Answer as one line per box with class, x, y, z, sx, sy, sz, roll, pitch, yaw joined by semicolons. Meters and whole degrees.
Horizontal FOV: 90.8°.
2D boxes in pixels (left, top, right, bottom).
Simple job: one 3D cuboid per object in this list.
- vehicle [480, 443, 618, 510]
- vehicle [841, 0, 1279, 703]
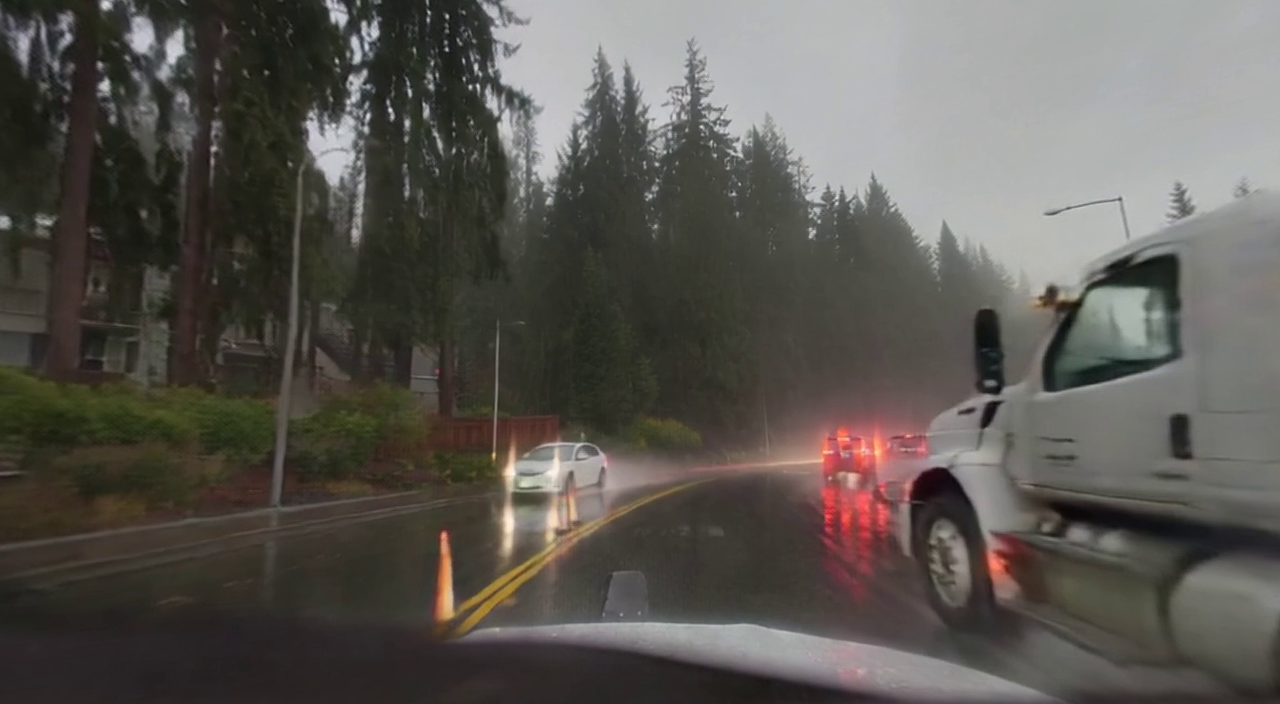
vehicle;-2.187;3.150;16.594;1.945;1.494;4.201;-3;-9;17
vehicle;3.326;-0.053;0.685;2.787;2.966;10.741;-1;-6;1
